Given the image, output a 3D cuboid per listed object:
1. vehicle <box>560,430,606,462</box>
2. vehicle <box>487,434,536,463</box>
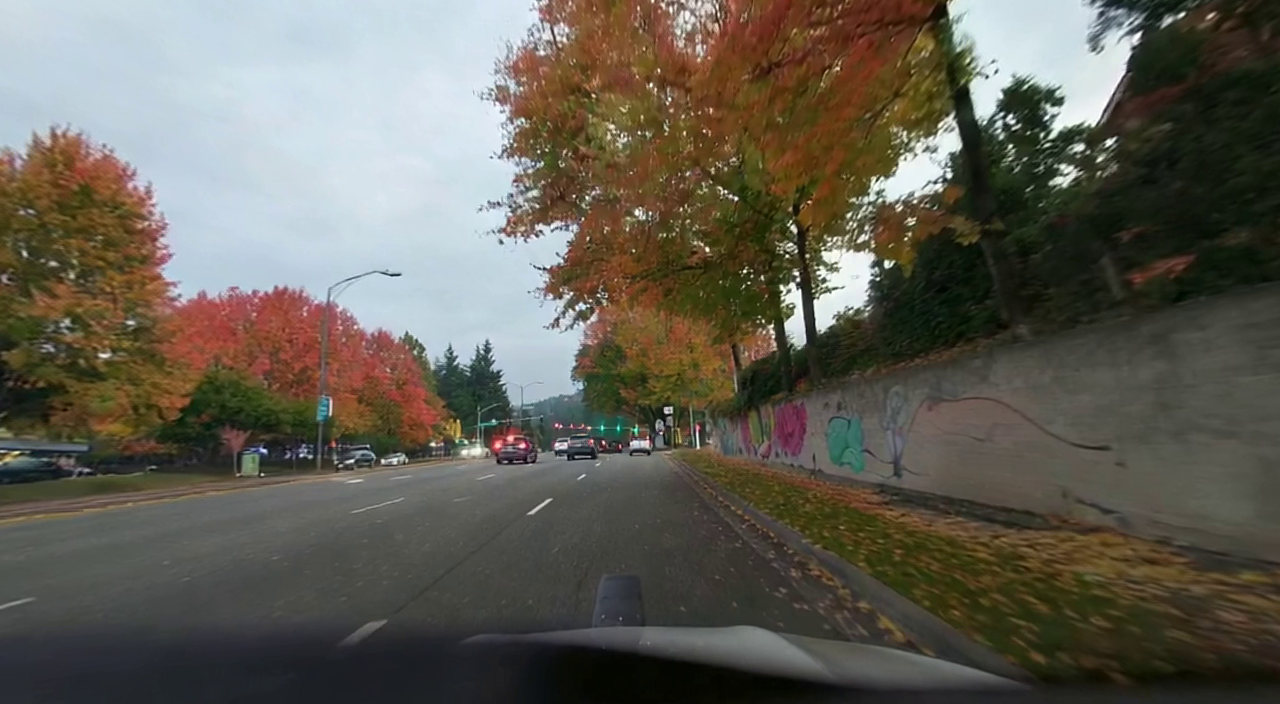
[{"bbox_3d":[-3.199,5.403,36.186,2.165,1.663,4.513,0,-9,1],"label":"vehicle"},{"bbox_3d":[-7.548,5.747,37.421,1.932,1.596,4.247,0,-9,1],"label":"vehicle"}]
